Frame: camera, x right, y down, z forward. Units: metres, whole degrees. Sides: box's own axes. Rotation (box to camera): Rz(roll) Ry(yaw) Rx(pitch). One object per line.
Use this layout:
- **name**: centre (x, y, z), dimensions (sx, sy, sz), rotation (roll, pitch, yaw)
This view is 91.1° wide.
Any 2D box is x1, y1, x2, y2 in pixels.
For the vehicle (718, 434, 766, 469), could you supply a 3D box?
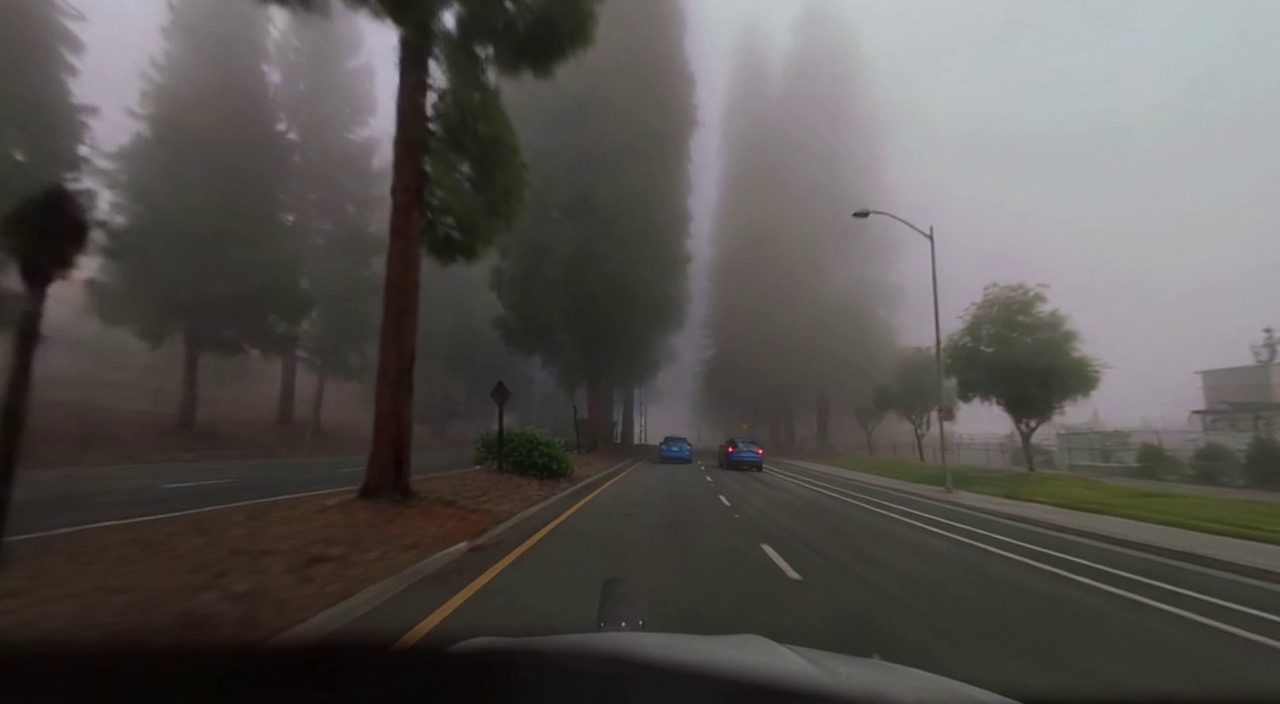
- **vehicle**: centre (5.289, 5.211, 33.075), dimensions (1.971, 1.663, 4.287), rotation (0, -8, 2)

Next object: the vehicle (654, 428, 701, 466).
- **vehicle**: centre (1.934, 4.928, 32.714), dimensions (2.251, 1.822, 4.391), rotation (0, -8, 3)
